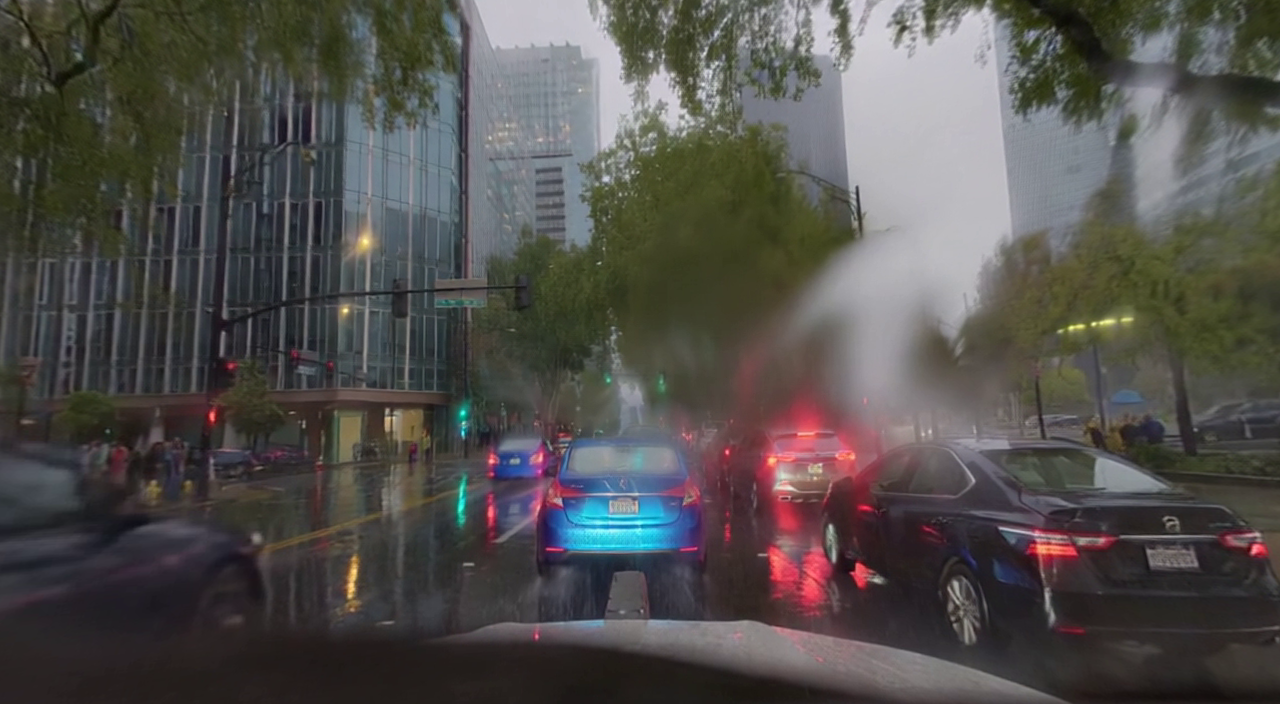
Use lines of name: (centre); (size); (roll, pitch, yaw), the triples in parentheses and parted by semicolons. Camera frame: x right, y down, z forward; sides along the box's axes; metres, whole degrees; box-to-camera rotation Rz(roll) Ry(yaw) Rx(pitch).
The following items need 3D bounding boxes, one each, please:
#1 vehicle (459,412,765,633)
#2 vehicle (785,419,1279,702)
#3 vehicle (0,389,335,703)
vehicle: (-0.265, 1.460, 6.386); (2.072, 1.476, 4.078); (0, -8, -2)
vehicle: (2.751, 1.398, 5.428); (1.952, 1.464, 4.165); (0, -8, -1)
vehicle: (-3.299, 0.919, 2.406); (2.068, 1.513, 4.221); (0, -8, 1)
